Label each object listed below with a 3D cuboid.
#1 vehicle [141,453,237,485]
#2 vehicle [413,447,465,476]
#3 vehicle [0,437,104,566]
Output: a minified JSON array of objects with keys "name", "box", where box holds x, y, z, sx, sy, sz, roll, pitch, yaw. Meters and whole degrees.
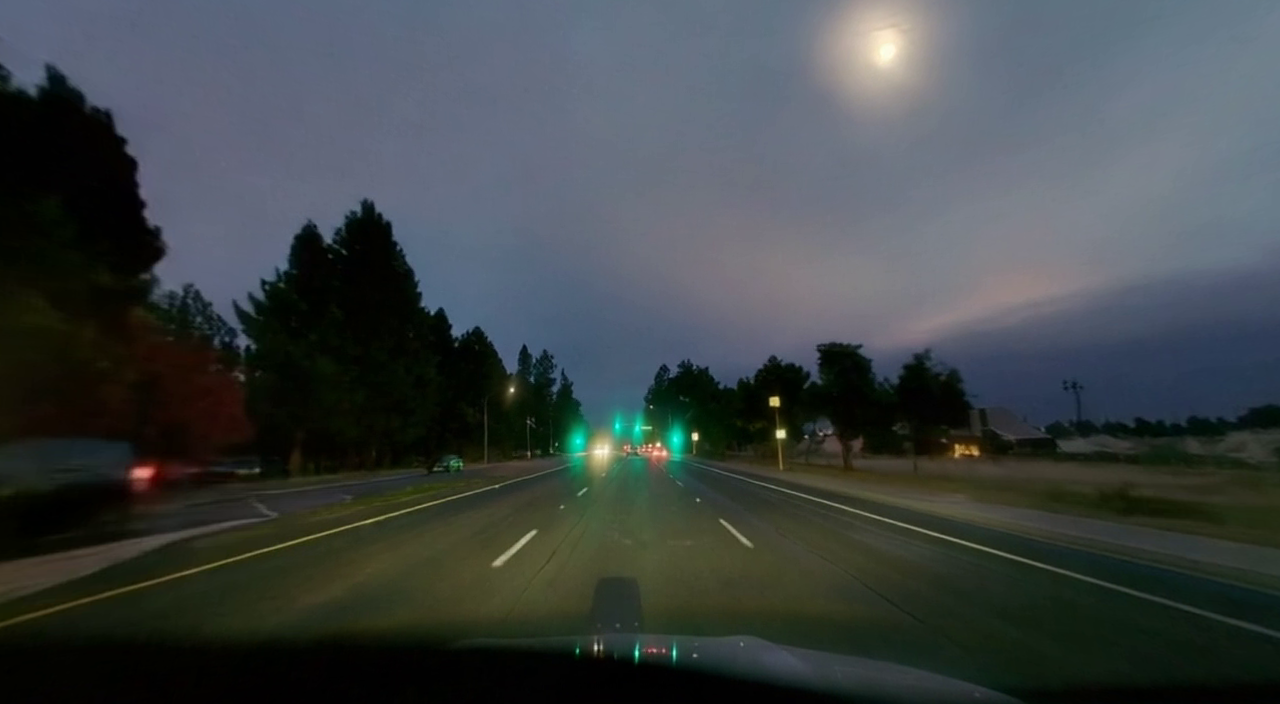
[{"name":"vehicle","box":[-24.550,6.382,34.503,3.658,1.605,1.985,-1,-9,0]},{"name":"vehicle","box":[-14.749,8.068,46.728,2.055,1.742,5.503,-4,-7,0]},{"name":"vehicle","box":[-9.717,1.900,7.764,2.365,1.697,4.391,0,-9,0]}]
